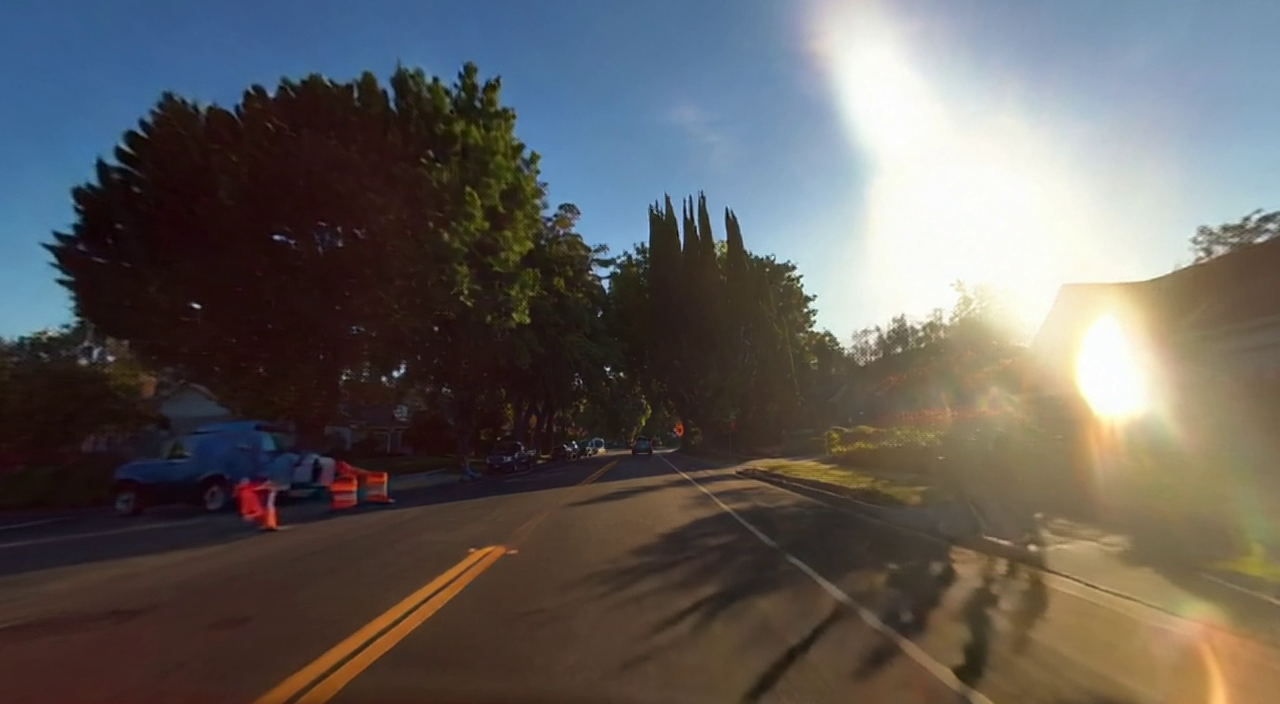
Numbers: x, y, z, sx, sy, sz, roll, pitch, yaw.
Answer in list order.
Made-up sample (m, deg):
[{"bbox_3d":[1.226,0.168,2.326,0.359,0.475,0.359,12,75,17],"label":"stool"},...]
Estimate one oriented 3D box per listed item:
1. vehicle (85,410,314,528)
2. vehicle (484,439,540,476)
[{"bbox_3d":[-10.790,2.865,15.889,4.120,2.628,2.064,3,-9,-19],"label":"vehicle"},{"bbox_3d":[-8.069,6.680,40.438,2.422,1.855,6.165,-4,-7,-2],"label":"vehicle"}]
